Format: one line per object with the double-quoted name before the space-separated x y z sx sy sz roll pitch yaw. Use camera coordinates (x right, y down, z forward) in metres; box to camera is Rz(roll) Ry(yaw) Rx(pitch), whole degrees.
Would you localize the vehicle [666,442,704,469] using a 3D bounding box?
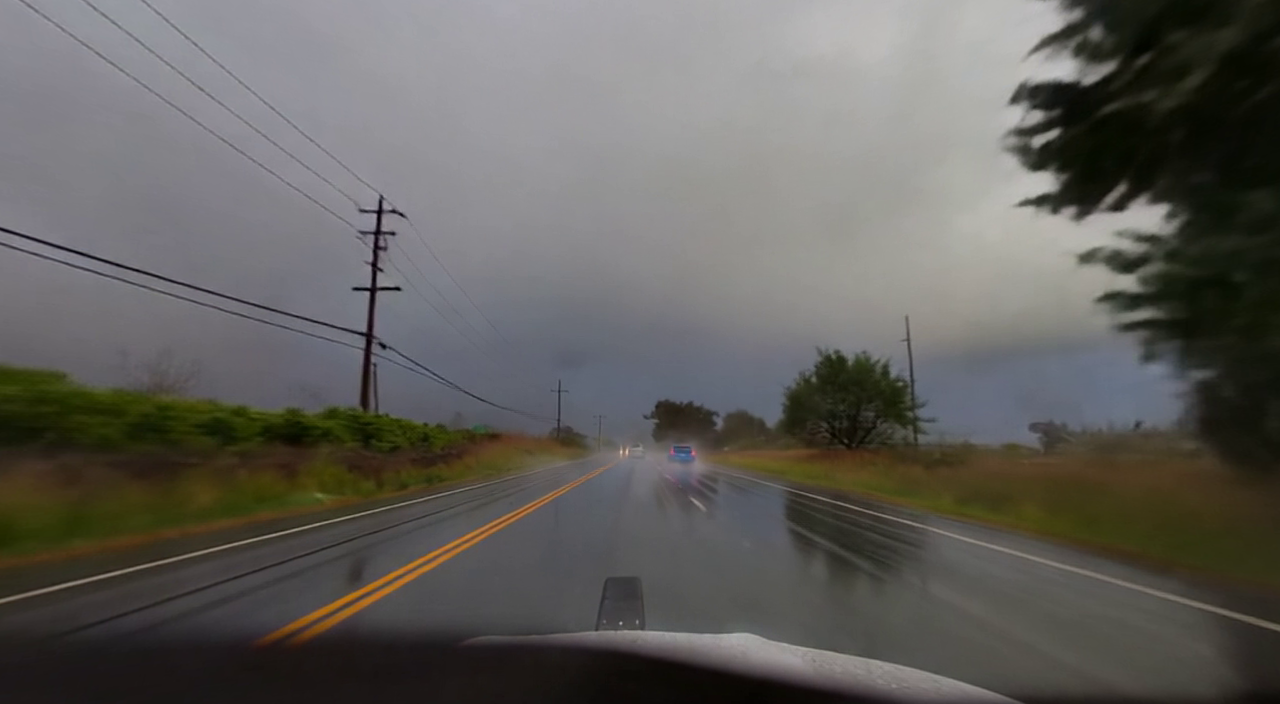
"vehicle" 3.007 6.992 42.883 2.135 1.692 4.185 0 -9 -2
